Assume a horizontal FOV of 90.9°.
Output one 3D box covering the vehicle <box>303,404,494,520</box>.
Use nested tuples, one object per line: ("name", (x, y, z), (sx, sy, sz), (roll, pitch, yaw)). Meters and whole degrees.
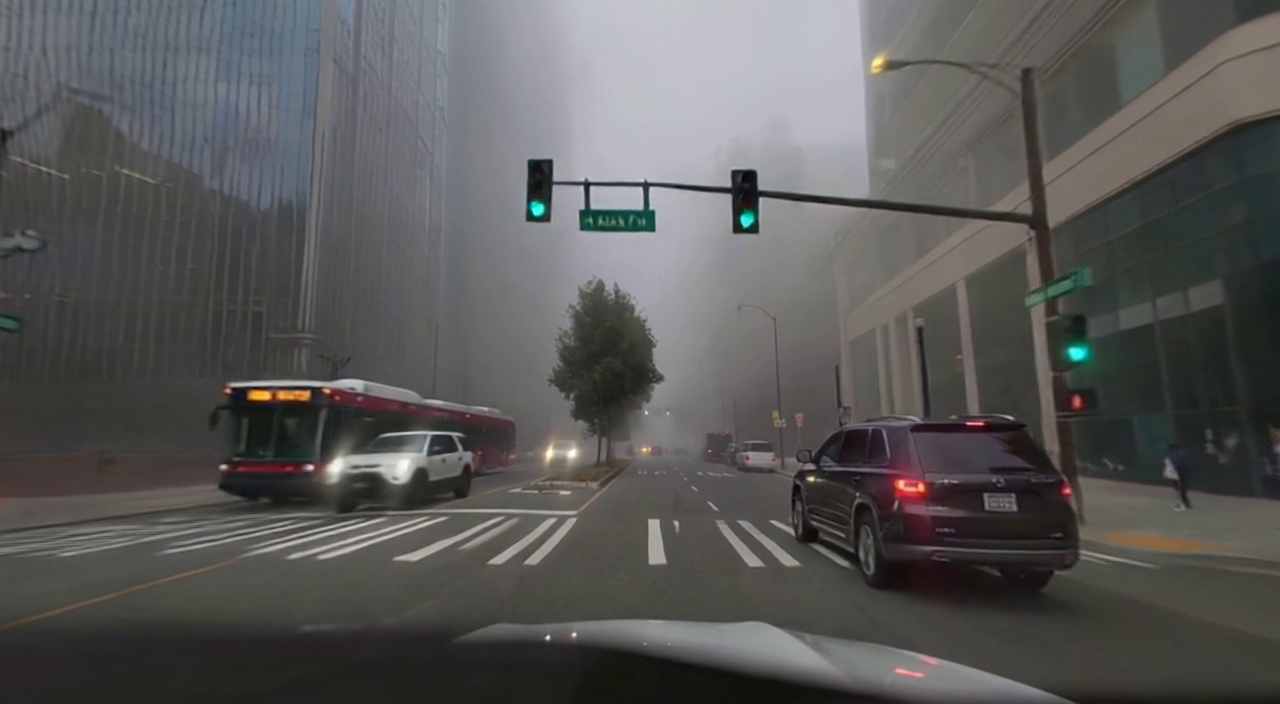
("vehicle", (-5.258, 2.489, 14.791), (2.304, 2.208, 5.200), (0, -8, 1))

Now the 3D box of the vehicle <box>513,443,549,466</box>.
("vehicle", (-8.105, 7.608, 47.044), (1.750, 1.607, 4.241), (0, -8, 2))

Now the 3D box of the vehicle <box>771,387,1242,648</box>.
("vehicle", (3.188, 1.573, 7.282), (2.118, 1.848, 5.426), (0, -8, -1))

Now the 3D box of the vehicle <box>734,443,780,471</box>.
("vehicle", (7.012, 6.340, 38.335), (1.962, 1.617, 4.325), (0, -8, 0))

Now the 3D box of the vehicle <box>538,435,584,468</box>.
("vehicle", (-4.766, 6.058, 38.661), (2.030, 1.881, 4.994), (0, -8, 1))
